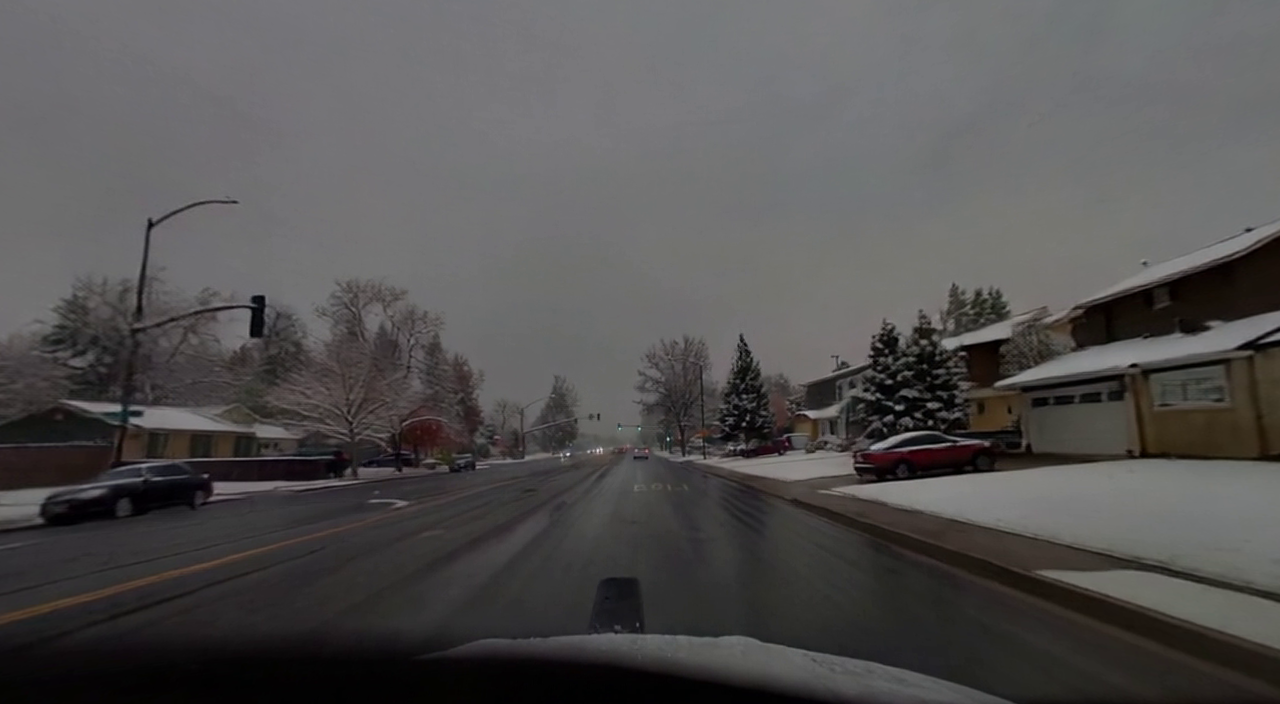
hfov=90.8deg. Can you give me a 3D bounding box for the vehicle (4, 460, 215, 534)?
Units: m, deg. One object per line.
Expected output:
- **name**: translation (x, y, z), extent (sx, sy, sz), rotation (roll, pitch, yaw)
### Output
- **vehicle**: translation (-14.019, 3.803, 17.179), extent (1.876, 1.495, 4.647), rotation (-4, -9, -2)

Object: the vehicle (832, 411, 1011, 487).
- **vehicle**: translation (9.164, 3.181, 20.819), extent (4.790, 1.681, 2.029), rotation (-7, -8, -5)

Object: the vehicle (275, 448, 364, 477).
- **vehicle**: translation (-21.193, 7.315, 41.880), extent (4.756, 1.869, 2.042), rotation (-1, -9, 4)
